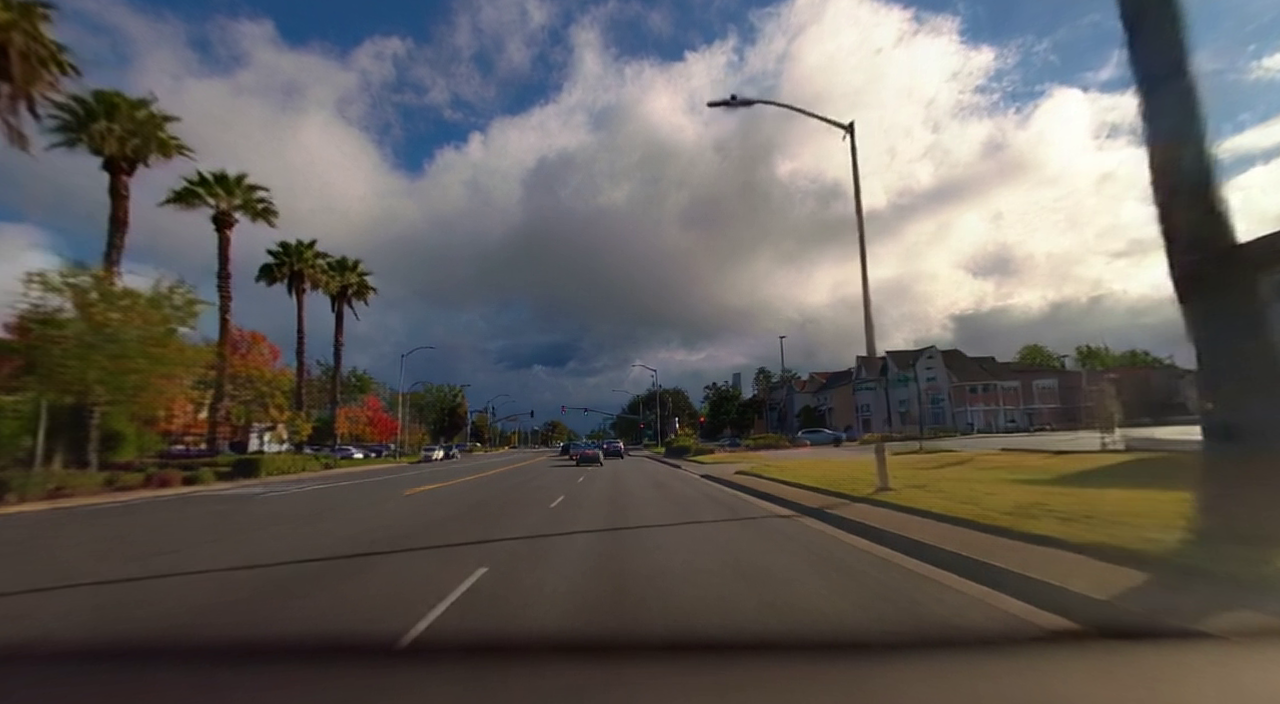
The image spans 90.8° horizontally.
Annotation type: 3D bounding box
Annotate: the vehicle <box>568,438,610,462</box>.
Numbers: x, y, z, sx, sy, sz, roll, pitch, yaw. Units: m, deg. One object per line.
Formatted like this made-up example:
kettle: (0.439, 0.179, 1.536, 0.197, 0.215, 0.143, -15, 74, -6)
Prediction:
vehicle: (-3.451, 6.713, 43.369, 2.060, 1.526, 3.859, -1, -8, 7)
